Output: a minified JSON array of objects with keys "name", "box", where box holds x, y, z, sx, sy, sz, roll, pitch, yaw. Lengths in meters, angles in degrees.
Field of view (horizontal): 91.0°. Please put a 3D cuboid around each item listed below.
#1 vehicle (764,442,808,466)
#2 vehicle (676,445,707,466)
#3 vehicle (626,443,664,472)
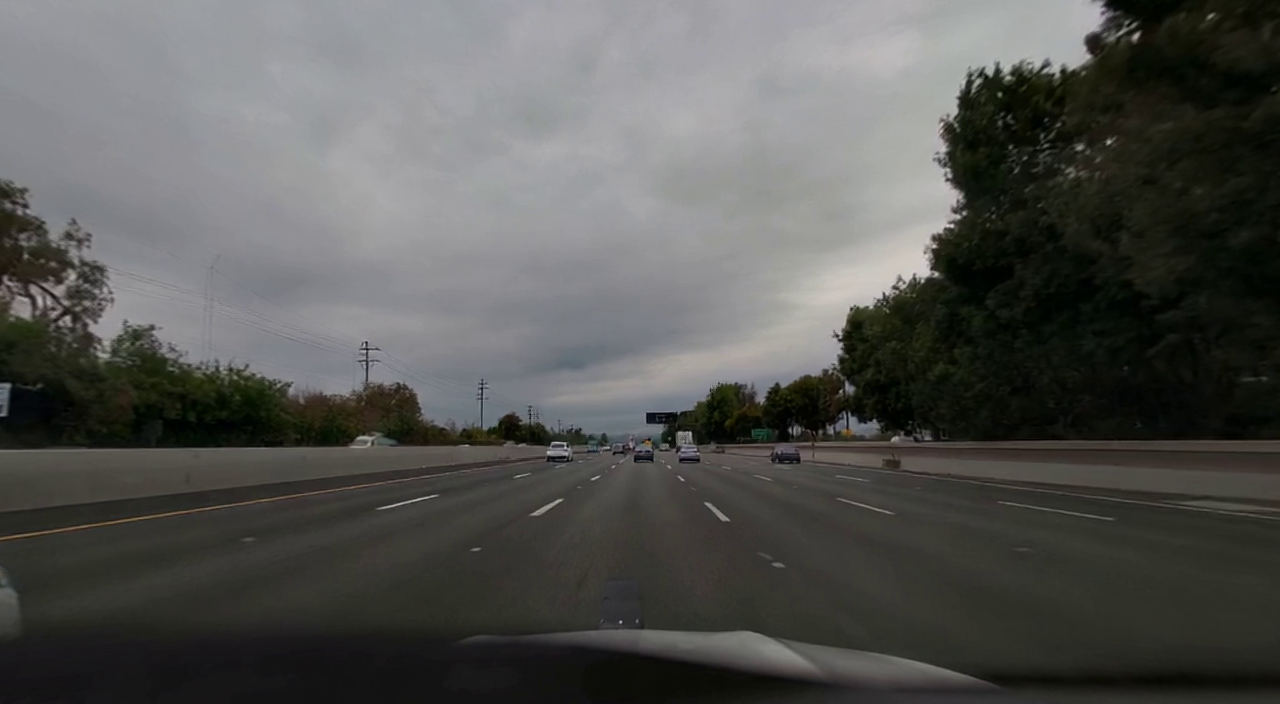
[{"name":"vehicle","box":[11.086,7.779,48.098,2.214,1.761,4.663,0,-9,0]},{"name":"vehicle","box":[3.923,7.944,48.444,2.076,1.506,4.050,0,-9,1]},{"name":"vehicle","box":[0.312,6.063,36.322,2.066,1.562,4.198,0,-9,1]}]
